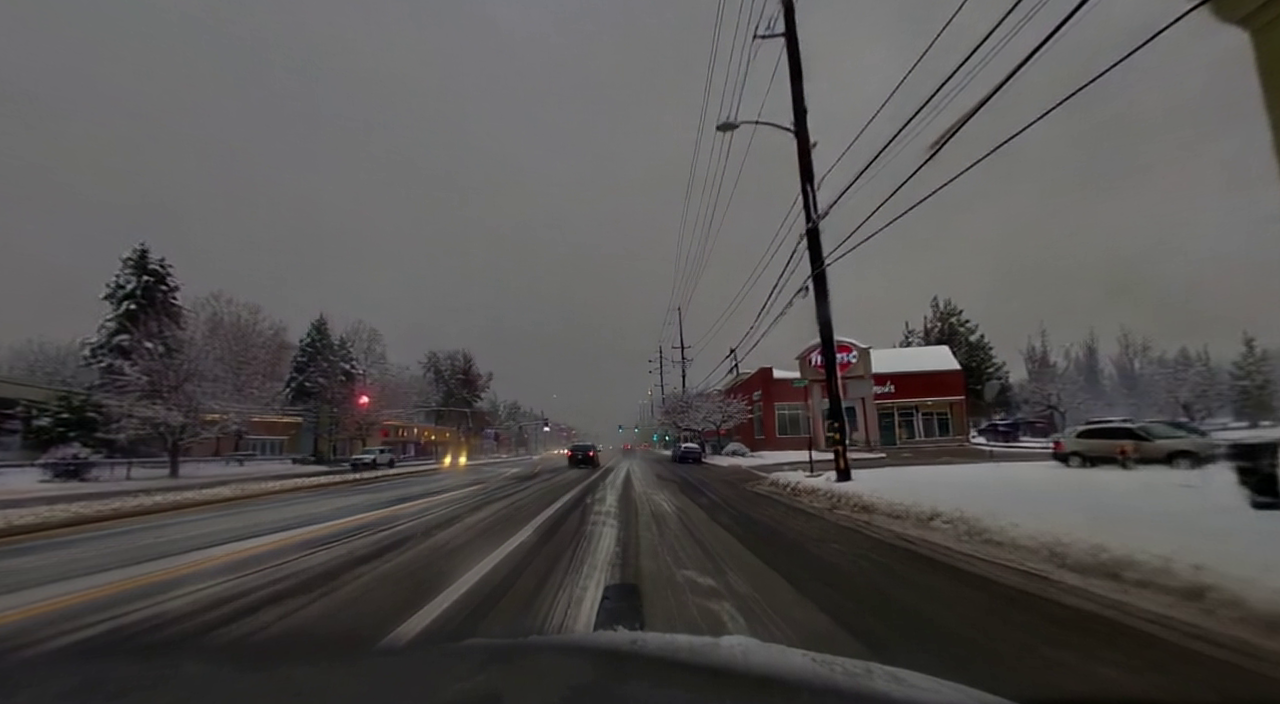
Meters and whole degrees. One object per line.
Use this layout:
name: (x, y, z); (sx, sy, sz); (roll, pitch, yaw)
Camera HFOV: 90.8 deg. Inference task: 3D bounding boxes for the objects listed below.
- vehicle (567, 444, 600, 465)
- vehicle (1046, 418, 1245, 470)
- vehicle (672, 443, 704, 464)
vehicle: (-4.221, 7.742, 47.898); (2.179, 1.490, 4.742); (0, -9, -1)
vehicle: (16.364, 3.038, 20.731); (2.150, 1.463, 4.524); (5, -10, -31)
vehicle: (3.512, 7.596, 47.443); (1.922, 1.507, 4.824); (0, -9, -1)
